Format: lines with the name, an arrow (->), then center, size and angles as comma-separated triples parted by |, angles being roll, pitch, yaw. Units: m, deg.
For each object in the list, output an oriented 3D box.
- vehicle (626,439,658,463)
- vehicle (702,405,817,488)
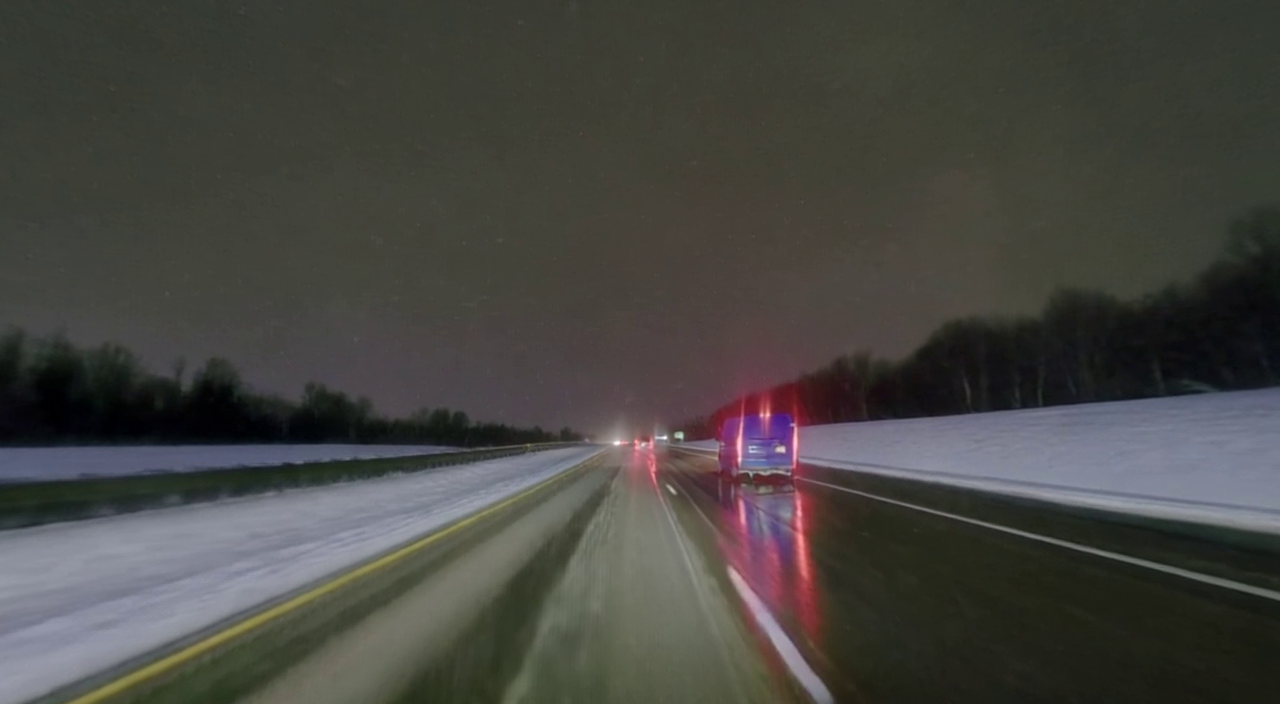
vehicle -> 0.119, 6.619, 42.287 | 2.005, 1.466, 3.739 | -1, -8, 0
vehicle -> 3.272, 2.728, 18.338 | 2.269, 2.048, 4.679 | 0, -8, -2
